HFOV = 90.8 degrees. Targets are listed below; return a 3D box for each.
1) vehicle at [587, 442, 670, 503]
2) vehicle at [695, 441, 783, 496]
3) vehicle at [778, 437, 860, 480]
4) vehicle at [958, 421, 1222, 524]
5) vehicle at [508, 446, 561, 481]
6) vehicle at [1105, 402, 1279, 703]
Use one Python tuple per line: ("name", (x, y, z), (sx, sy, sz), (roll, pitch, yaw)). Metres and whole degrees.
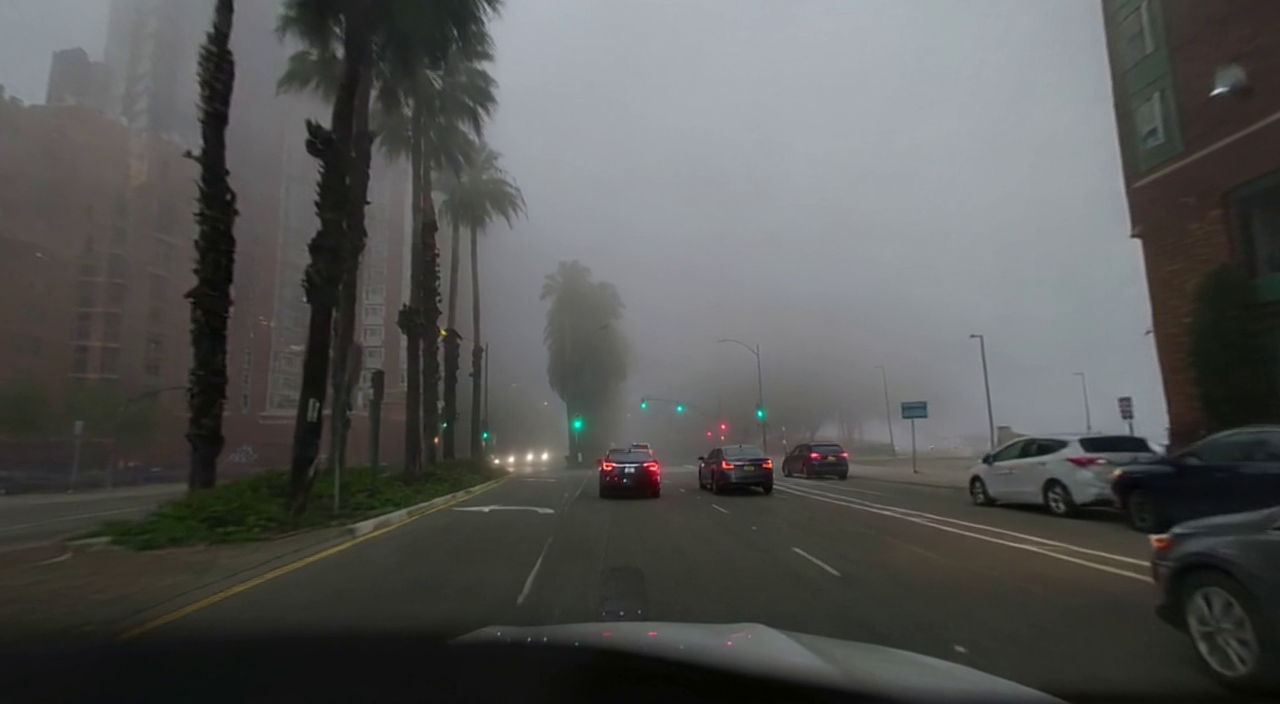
("vehicle", (-0.351, 3.275, 17.569), (2.048, 1.503, 3.681), (0, -9, -2))
("vehicle", (2.926, 3.514, 19.435), (1.909, 1.500, 3.524), (0, -9, -4))
("vehicle", (7.530, 4.526, 27.069), (2.000, 1.685, 4.487), (0, -9, -3))
("vehicle", (8.703, 2.354, 12.858), (1.946, 1.715, 4.365), (0, -9, -3))
("vehicle", (-4.819, 5.158, 29.505), (1.977, 1.501, 4.435), (0, -9, -3))
("vehicle", (4.020, 0.808, 1.839), (1.920, 1.490, 4.417), (0, -9, 0))
